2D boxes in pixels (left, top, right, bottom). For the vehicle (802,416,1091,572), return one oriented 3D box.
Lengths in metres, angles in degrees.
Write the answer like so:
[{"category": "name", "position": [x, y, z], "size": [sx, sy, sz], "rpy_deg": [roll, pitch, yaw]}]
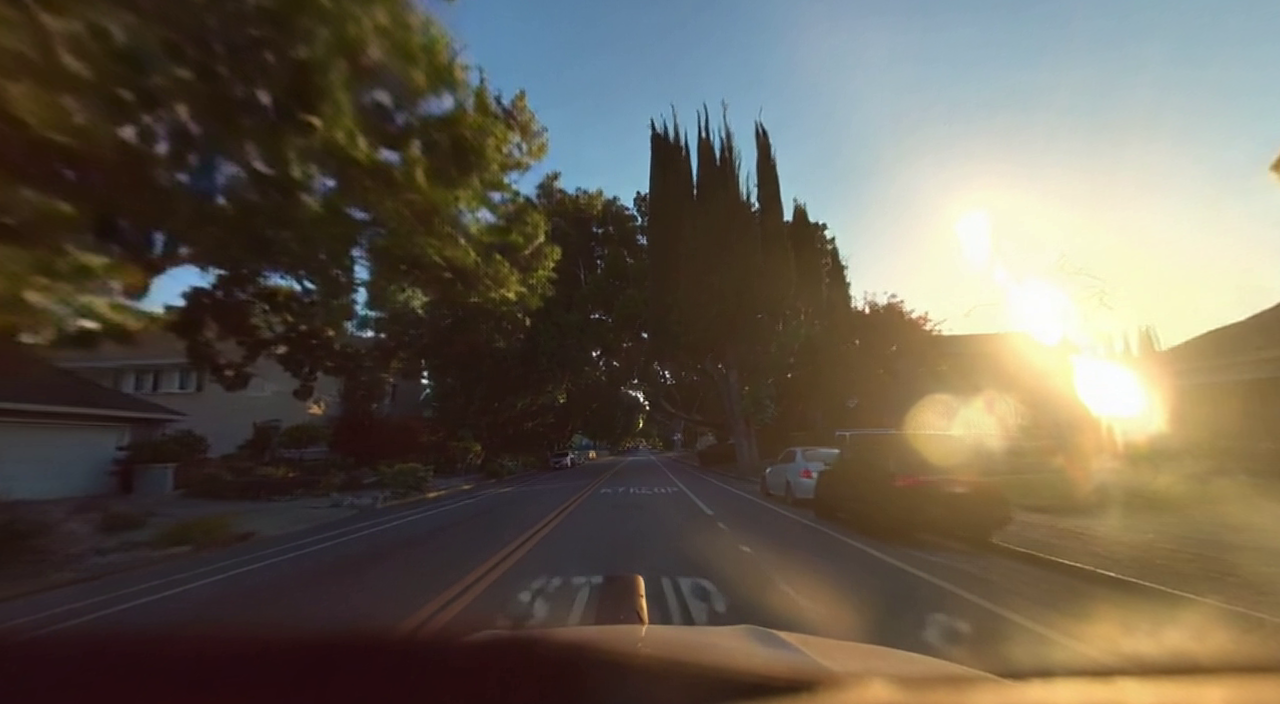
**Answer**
[{"category": "vehicle", "position": [4.183, 2.016, 9.818], "size": [2.032, 1.792, 4.849], "rpy_deg": [0, -9, 0]}]
